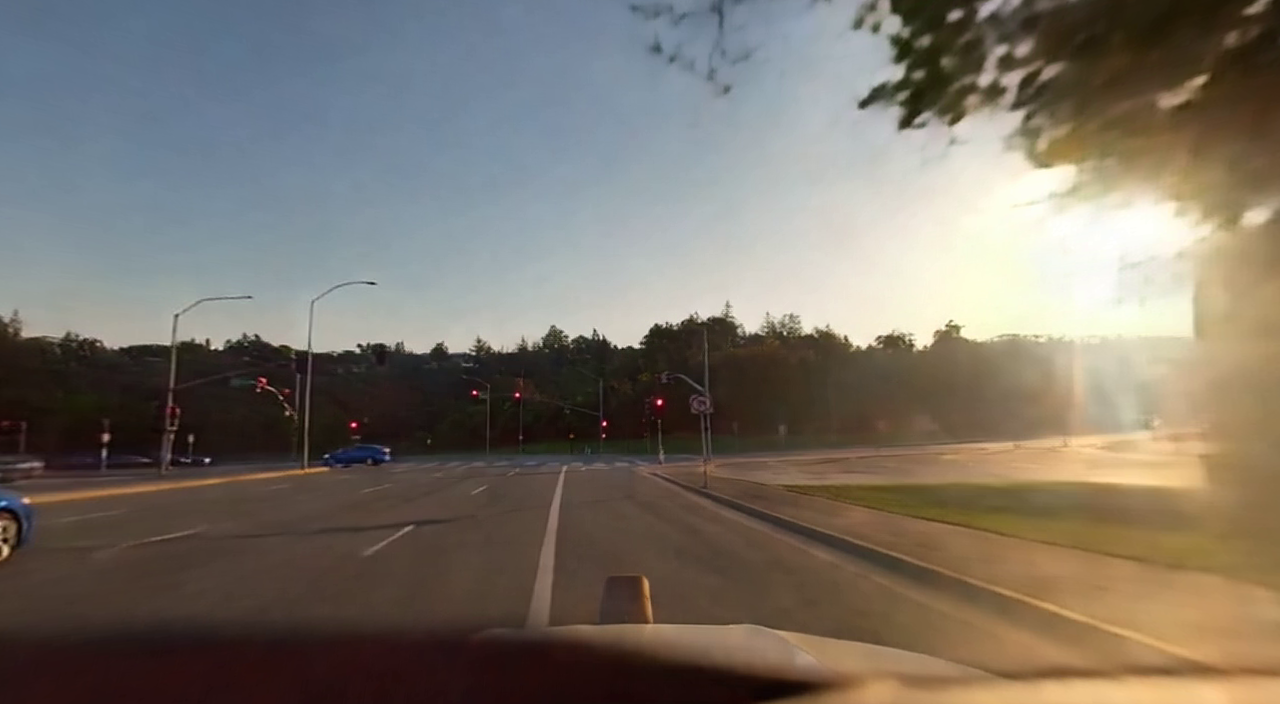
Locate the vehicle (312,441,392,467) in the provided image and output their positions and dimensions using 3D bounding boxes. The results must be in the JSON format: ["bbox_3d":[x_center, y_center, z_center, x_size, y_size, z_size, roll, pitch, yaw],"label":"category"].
[{"bbox_3d":[-18.458,6.530,40.600,1.837,1.530,4.570,-4,-9,23],"label":"vehicle"}]
